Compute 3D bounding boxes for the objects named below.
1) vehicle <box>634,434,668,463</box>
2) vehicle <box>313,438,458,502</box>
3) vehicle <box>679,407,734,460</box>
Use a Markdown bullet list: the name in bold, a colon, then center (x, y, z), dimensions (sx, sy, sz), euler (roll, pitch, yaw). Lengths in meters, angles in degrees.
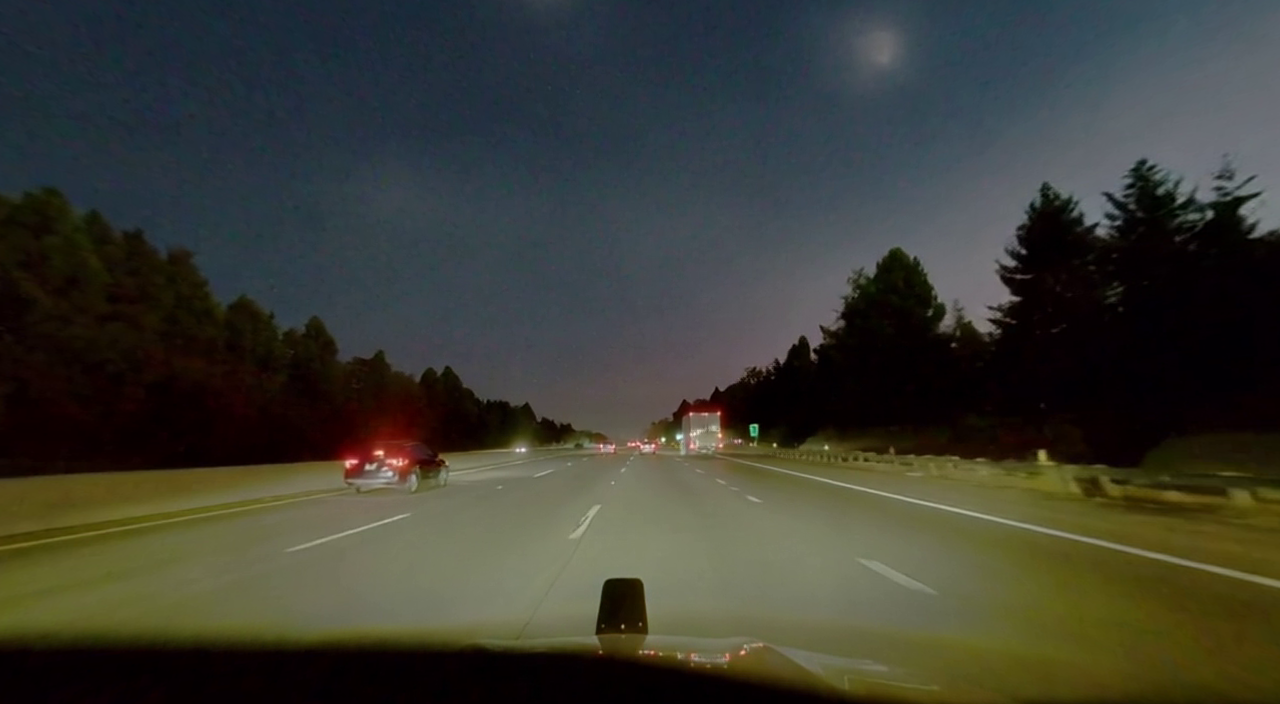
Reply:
- **vehicle**: center (0.730, 6.658, 43.495), dimensions (2.212, 1.807, 4.372), euler (-1, -9, 1)
- **vehicle**: center (-6.802, 3.200, 17.536), dimensions (1.947, 1.513, 4.751), euler (-1, -9, 2)
- **vehicle**: center (4.678, 6.100, 46.331), dimensions (2.855, 3.423, 9.485), euler (0, -9, 0)
